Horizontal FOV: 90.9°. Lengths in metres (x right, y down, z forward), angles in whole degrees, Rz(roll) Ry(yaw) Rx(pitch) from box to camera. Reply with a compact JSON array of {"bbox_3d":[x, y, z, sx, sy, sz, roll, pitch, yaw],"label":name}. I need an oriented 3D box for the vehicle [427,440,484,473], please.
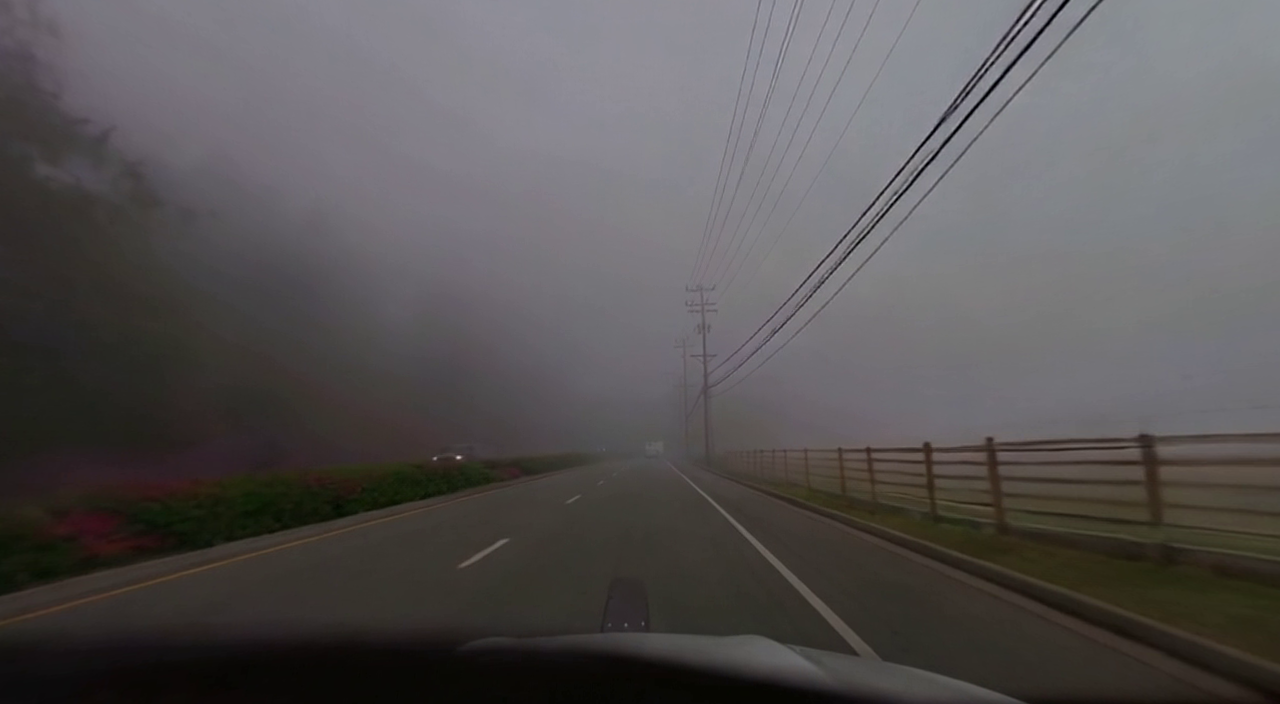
[{"bbox_3d":[-10.858,6.145,37.418,2.044,1.815,4.244,0,-8,1],"label":"vehicle"}]
